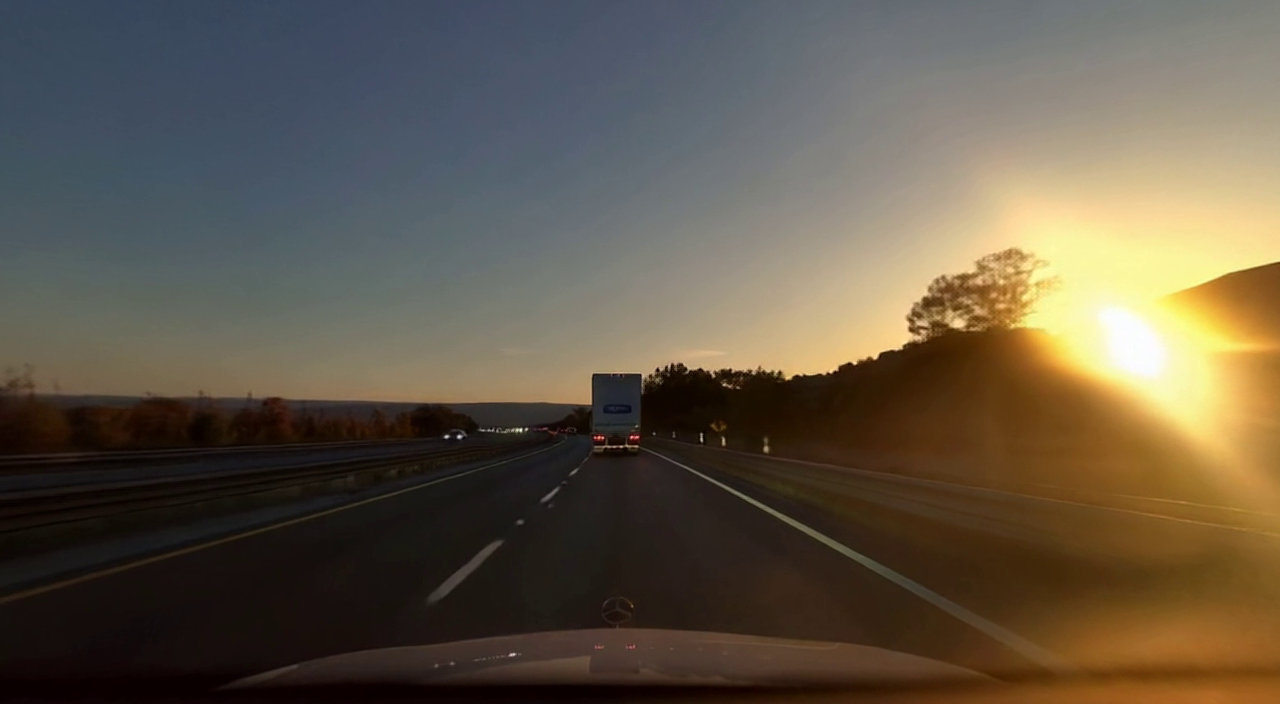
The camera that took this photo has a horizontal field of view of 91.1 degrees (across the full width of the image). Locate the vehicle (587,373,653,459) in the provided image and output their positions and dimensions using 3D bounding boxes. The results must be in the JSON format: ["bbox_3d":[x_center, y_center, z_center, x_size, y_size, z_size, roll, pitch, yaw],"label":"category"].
[{"bbox_3d":[-1.157,3.618,34.338,3.023,3.965,10.402,0,-8,-3],"label":"vehicle"}]
